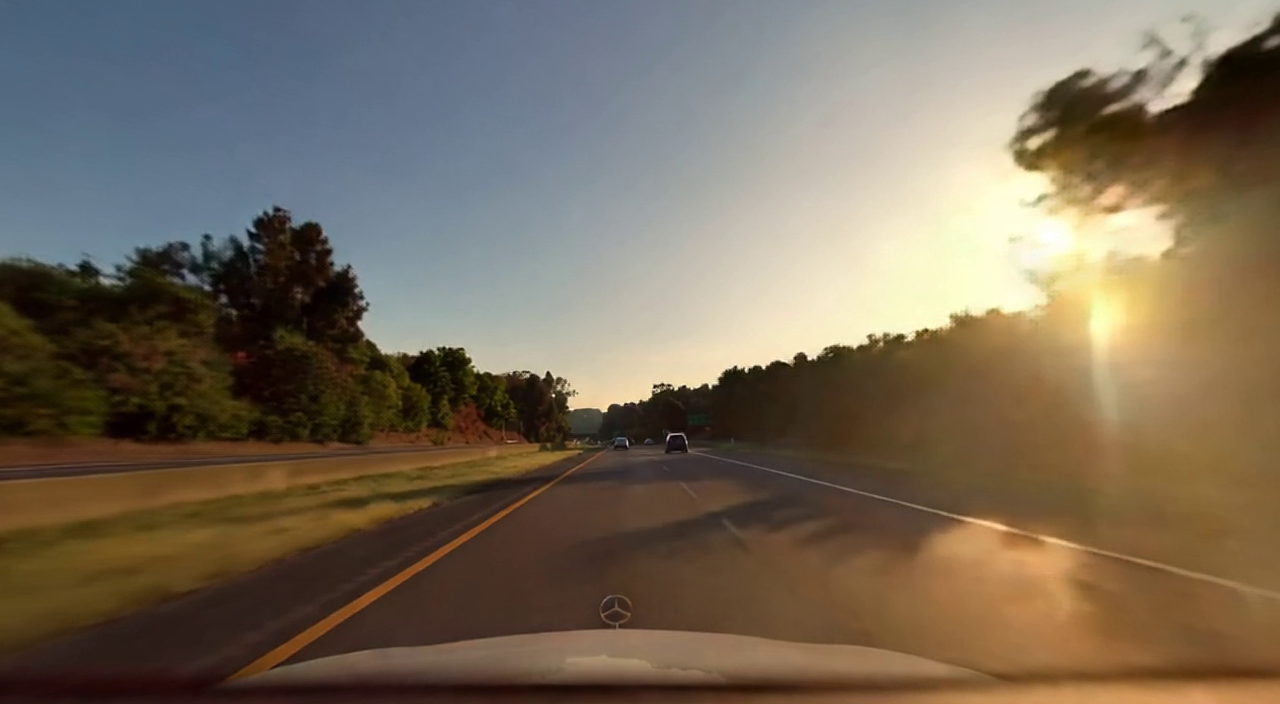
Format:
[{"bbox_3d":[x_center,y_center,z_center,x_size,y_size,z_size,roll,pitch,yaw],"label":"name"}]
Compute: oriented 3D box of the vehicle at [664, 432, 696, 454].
[{"bbox_3d":[3.087,7.159,49.882,2.085,1.681,4.436,0,-7,-2],"label":"vehicle"}]
